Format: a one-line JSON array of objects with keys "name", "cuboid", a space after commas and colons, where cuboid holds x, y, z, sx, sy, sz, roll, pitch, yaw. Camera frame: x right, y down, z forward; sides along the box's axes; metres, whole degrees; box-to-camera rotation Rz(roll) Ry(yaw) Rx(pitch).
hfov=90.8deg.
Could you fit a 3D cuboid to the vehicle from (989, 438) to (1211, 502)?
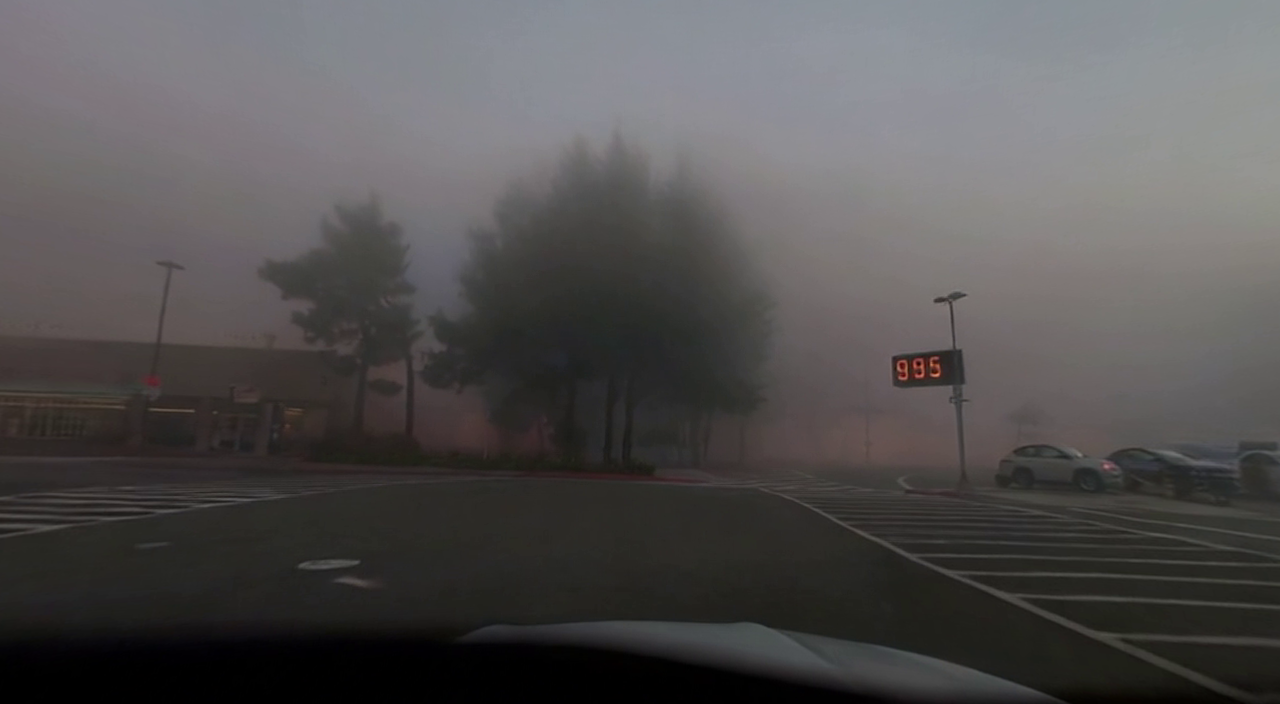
[{"name": "vehicle", "cuboid": [12.352, 3.155, 17.521, 2.140, 1.507, 4.856, 1, -8, -7]}]
